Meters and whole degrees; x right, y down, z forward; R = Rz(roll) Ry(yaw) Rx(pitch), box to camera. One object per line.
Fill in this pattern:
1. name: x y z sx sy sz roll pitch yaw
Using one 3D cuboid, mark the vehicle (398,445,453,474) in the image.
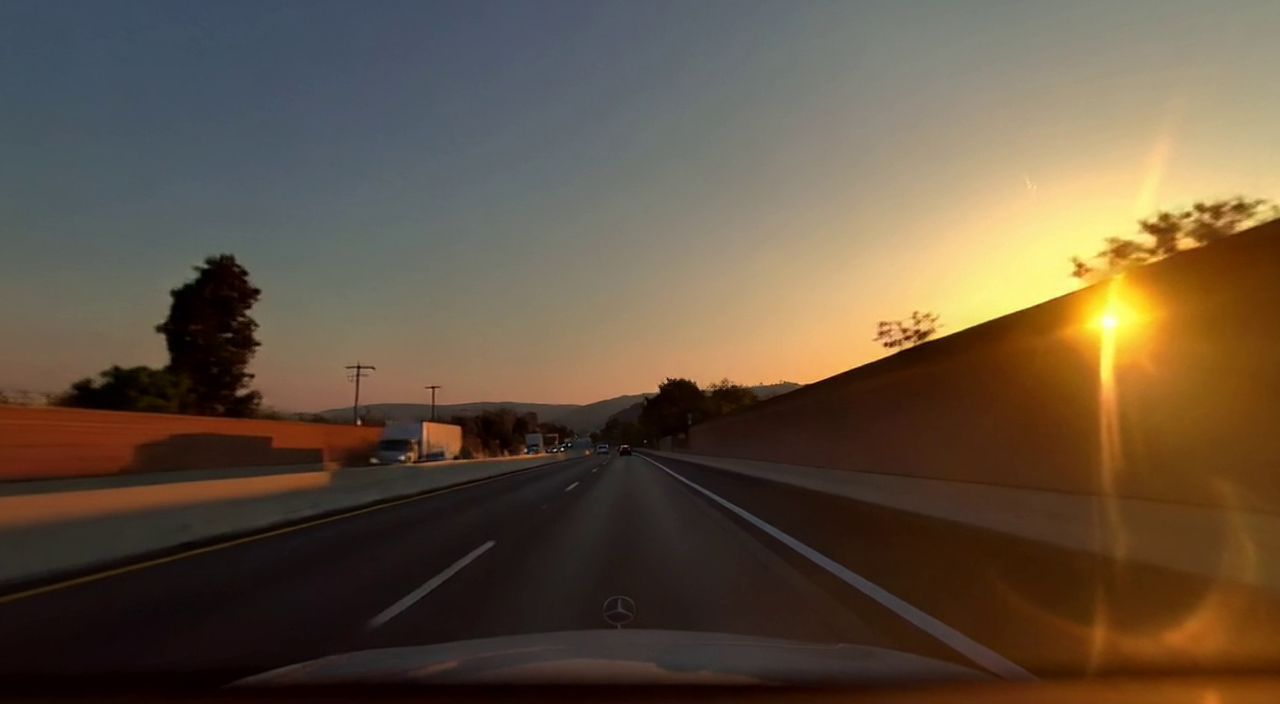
1. vehicle: -13.204 6.623 38.827 1.944 1.607 4.344 0 -9 -2
